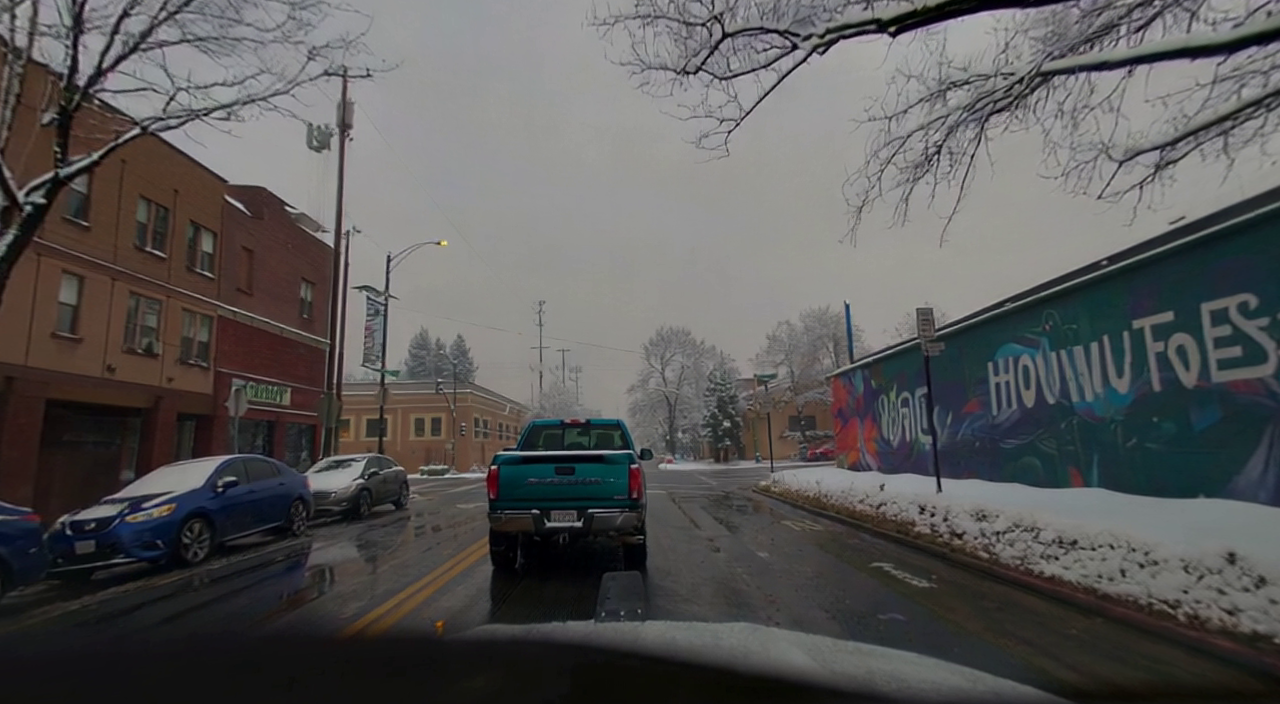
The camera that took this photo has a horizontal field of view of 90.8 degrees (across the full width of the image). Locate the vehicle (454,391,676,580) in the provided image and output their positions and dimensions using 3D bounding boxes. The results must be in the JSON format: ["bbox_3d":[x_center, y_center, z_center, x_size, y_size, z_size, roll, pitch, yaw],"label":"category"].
[{"bbox_3d":[-0.726,1.680,8.707,2.215,1.882,4.611,0,-8,1],"label":"vehicle"}]

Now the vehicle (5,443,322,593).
[{"bbox_3d":[-7.198,2.437,10.313,1.882,1.686,4.489,-5,-8,-3],"label":"vehicle"}]

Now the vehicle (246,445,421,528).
[{"bbox_3d":[-7.394,3.230,15.983,1.884,1.730,5.076,0,-8,0],"label":"vehicle"}]
